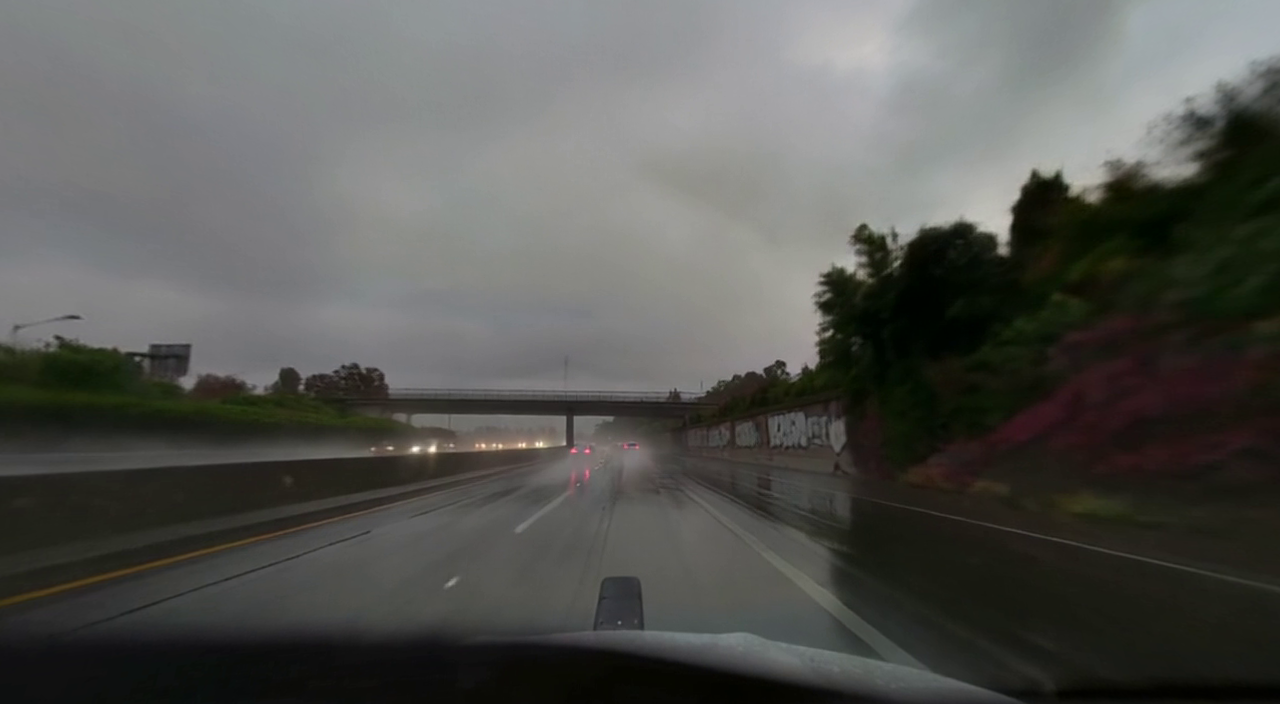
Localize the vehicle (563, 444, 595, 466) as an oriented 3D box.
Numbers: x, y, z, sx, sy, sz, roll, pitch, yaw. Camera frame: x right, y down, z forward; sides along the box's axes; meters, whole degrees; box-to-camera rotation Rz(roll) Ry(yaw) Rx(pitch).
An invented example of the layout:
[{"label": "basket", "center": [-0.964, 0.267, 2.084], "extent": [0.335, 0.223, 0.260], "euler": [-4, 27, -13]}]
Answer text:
[{"label": "vehicle", "center": [-4.211, 7.179, 43.917], "extent": [1.871, 1.459, 3.771], "euler": [0, -9, -1]}]
